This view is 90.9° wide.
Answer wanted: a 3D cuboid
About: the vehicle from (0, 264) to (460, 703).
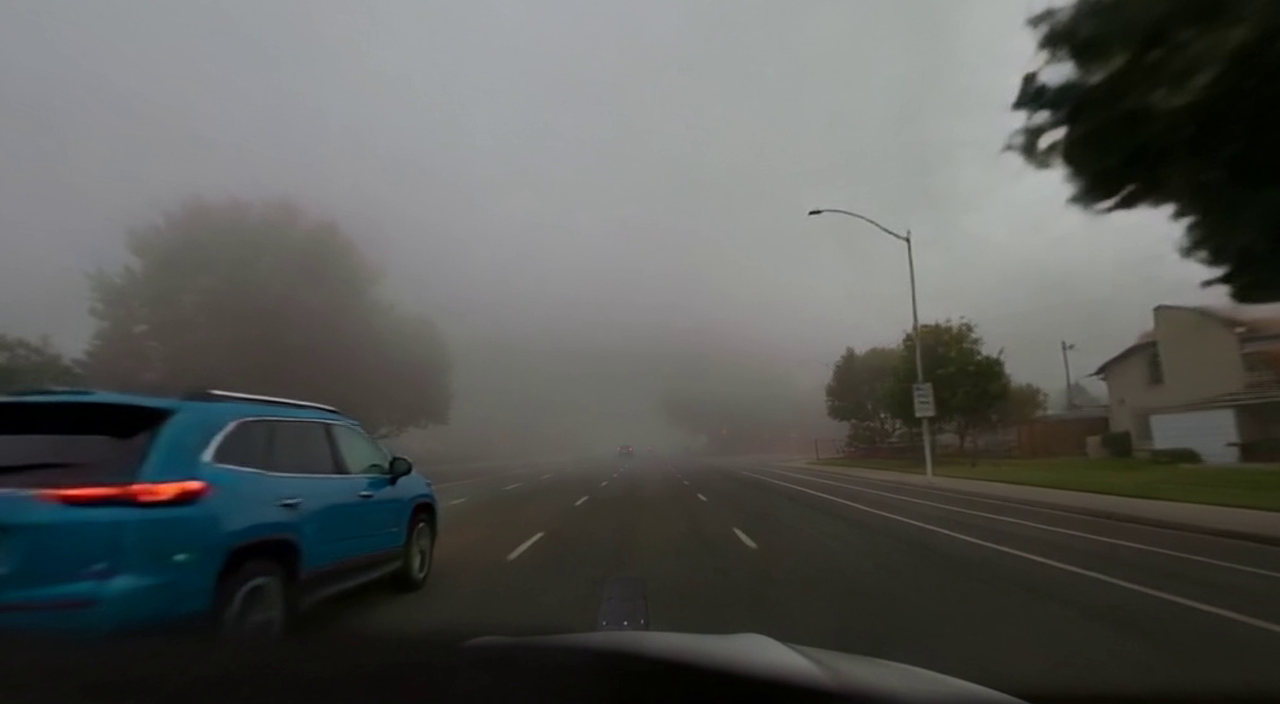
[{"bbox_3d":[-3.038,0.997,4.222,2.179,1.851,4.756,0,-9,1],"label":"vehicle"}]
